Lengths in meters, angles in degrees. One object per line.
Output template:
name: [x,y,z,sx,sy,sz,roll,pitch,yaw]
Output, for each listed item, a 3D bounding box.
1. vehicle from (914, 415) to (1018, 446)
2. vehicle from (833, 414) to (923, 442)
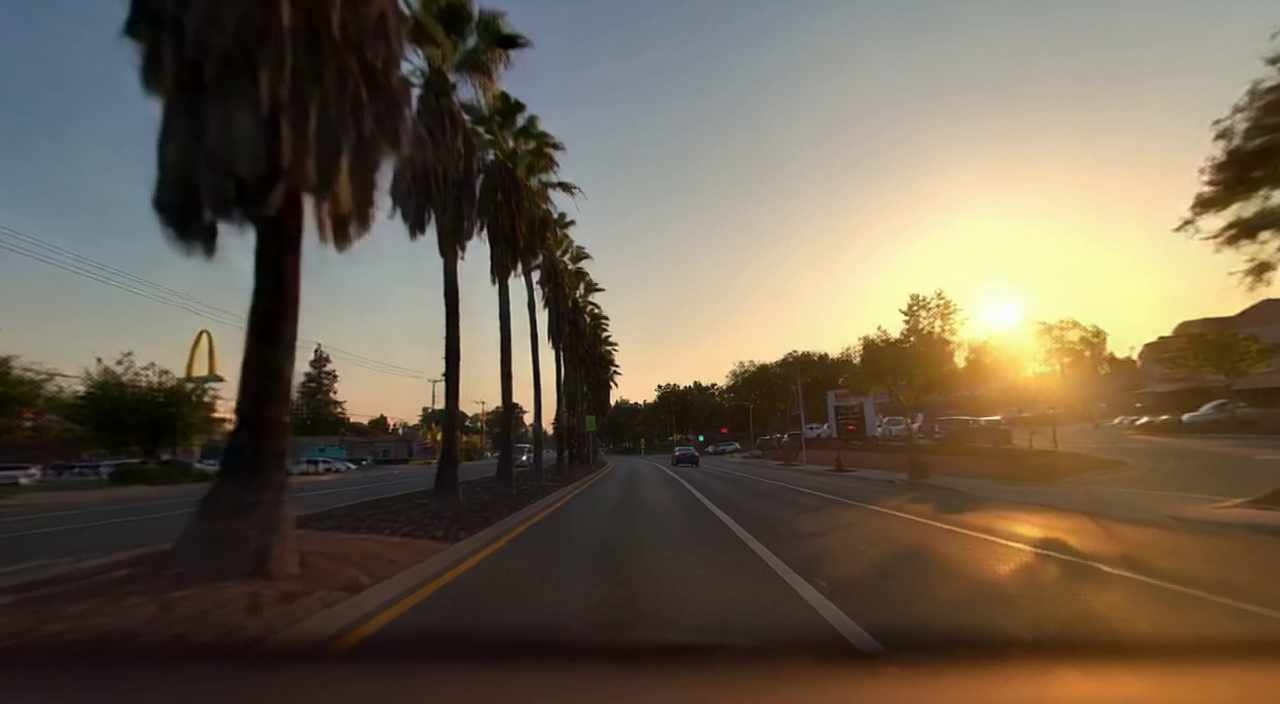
vehicle: [18.678,4.537,36.305,4.649,1.662,2.349,0,-8,1]
vehicle: [17.864,5.748,47.572,5.817,1.906,2.230,-1,-10,0]
